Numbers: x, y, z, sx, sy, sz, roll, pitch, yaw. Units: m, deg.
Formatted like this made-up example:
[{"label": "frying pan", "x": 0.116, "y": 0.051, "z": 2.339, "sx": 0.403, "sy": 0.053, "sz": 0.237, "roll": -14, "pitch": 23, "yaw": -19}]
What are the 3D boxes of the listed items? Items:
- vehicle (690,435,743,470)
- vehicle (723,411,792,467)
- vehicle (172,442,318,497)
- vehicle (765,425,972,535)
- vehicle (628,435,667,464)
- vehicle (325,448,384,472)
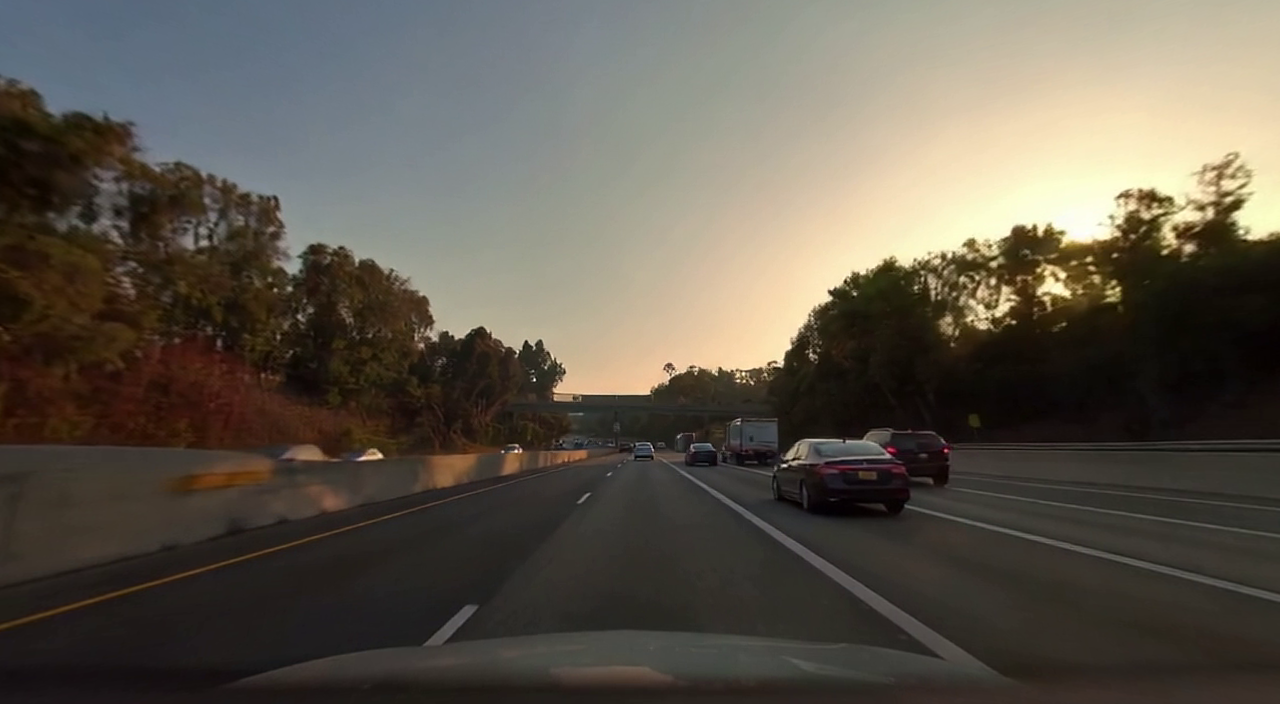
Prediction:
[{"label": "vehicle", "x": 3.826, "y": 5.127, "z": 32.197, "sx": 2.084, "sy": 1.668, "sz": 4.511, "roll": 0, "pitch": -8, "yaw": -1}, {"label": "vehicle", "x": 7.972, "y": 6.147, "z": 44.124, "sx": 3.049, "sy": 3.525, "sz": 9.248, "roll": 0, "pitch": -8, "yaw": 0}, {"label": "vehicle", "x": -13.471, "y": 3.993, "z": 21.847, "sx": 1.987, "sy": 1.671, "sz": 4.600, "roll": 0, "pitch": -8, "yaw": 1}, {"label": "vehicle", "x": 3.629, "y": 2.108, "z": 11.044, "sx": 1.888, "sy": 1.501, "sz": 4.608, "roll": 0, "pitch": -8, "yaw": 0}, {"label": "vehicle", "x": 0.465, "y": 6.117, "z": 39.492, "sx": 2.313, "sy": 1.736, "sz": 4.215, "roll": 0, "pitch": -8, "yaw": 1}, {"label": "vehicle", "x": -20.510, "y": 7.765, "z": 45.305, "sx": 1.942, "sy": 1.613, "sz": 4.648, "roll": 0, "pitch": -8, "yaw": 1}]
